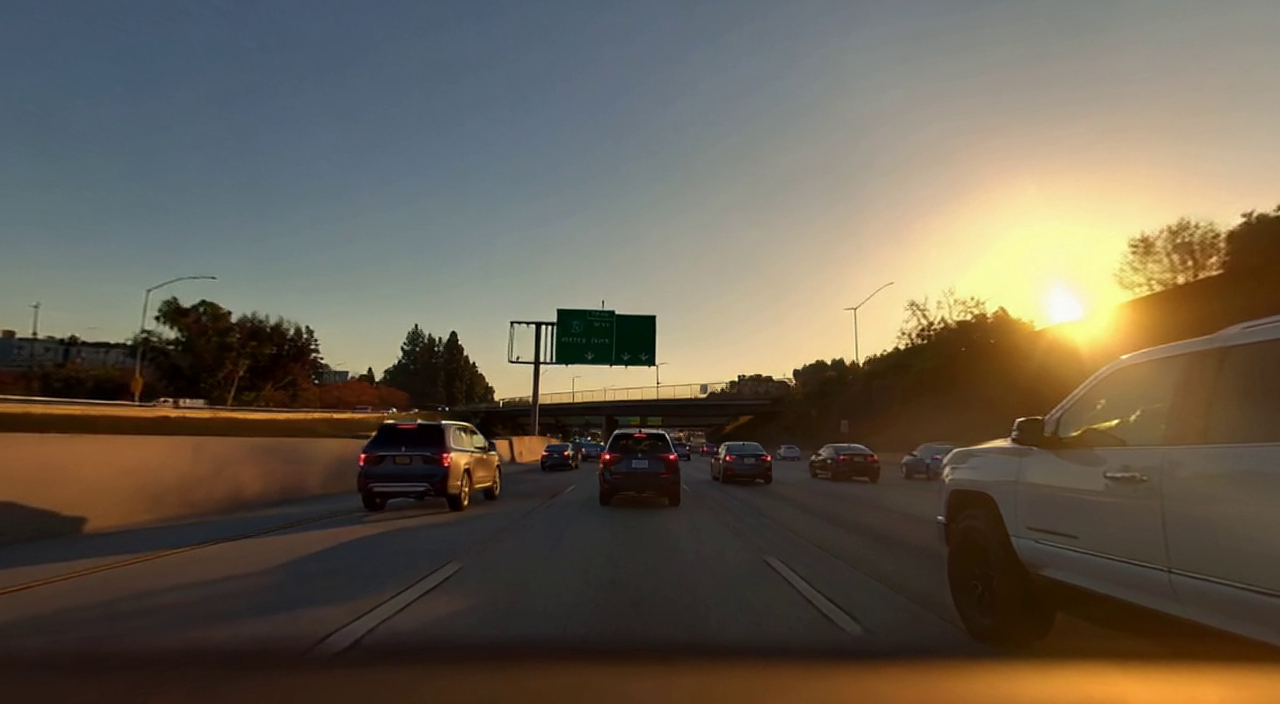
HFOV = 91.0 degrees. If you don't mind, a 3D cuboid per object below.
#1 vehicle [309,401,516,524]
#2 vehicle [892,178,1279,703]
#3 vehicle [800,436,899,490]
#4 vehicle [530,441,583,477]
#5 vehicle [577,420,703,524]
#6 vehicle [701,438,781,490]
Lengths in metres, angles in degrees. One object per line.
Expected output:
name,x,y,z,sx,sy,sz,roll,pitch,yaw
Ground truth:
vehicle,-4.549,2.367,13.993,2.212,2.101,6.052,0,-9,1
vehicle,3.463,0.631,3.036,2.300,2.242,5.327,0,-9,0
vehicle,7.582,4.057,23.360,2.054,1.769,4.693,1,-9,0
vehicle,-4.097,5.327,31.606,1.982,1.655,4.604,0,-9,1
vehicle,0.012,2.390,13.005,2.181,1.756,4.167,0,-9,0
vehicle,3.470,3.951,22.556,2.022,1.633,4.651,1,-9,-1
